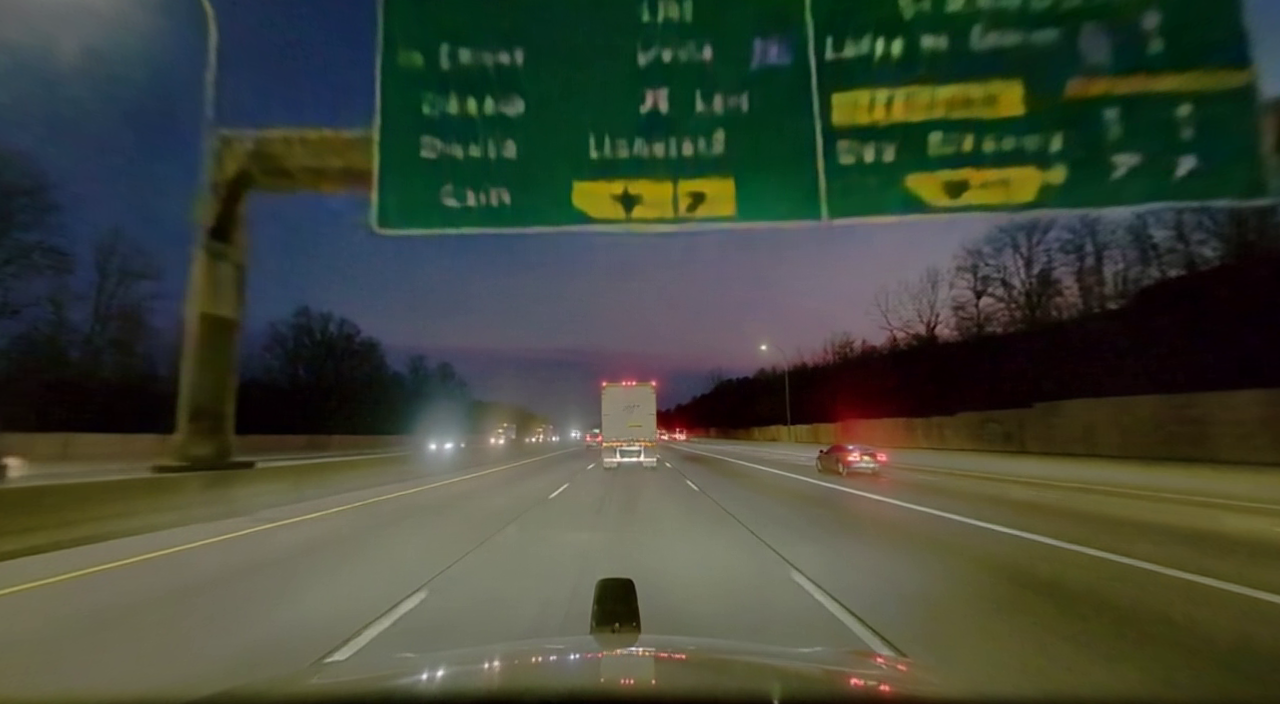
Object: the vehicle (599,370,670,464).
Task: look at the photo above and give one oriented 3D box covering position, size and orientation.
[{"bbox_3d":[-0.315,3.828,34.837,2.965,3.972,16.689,0,-8,-1],"label":"vehicle"}]
